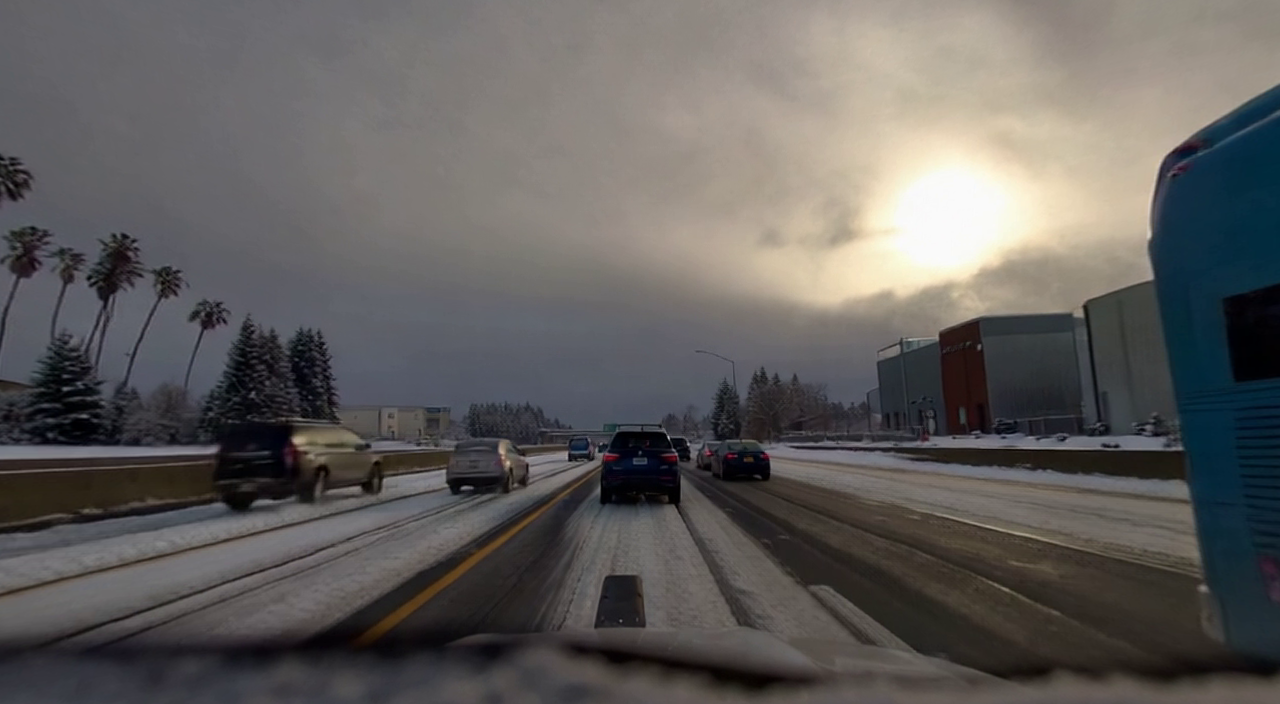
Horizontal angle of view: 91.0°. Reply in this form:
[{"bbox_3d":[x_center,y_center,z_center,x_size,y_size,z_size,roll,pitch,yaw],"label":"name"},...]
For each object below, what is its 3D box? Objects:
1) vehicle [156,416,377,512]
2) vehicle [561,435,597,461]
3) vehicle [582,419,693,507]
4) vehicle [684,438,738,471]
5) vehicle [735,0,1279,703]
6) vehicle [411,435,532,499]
[{"bbox_3d":[-7.989,2.459,14.194,2.066,1.779,4.706,0,-9,0],"label":"vehicle"},{"bbox_3d":[-4.416,7.098,46.549,2.100,1.765,4.743,0,-9,1],"label":"vehicle"},{"bbox_3d":[-0.019,2.619,15.138,2.268,1.796,4.280,0,-9,1],"label":"vehicle"},{"bbox_3d":[3.441,5.095,31.403,2.039,1.516,4.521,0,-9,-2],"label":"vehicle"},{"bbox_3d":[3.969,0.819,9.537,3.020,3.622,14.302,0,-9,1],"label":"vehicle"},{"bbox_3d":[-4.486,3.149,17.628,2.040,1.536,4.680,0,-9,1],"label":"vehicle"}]
